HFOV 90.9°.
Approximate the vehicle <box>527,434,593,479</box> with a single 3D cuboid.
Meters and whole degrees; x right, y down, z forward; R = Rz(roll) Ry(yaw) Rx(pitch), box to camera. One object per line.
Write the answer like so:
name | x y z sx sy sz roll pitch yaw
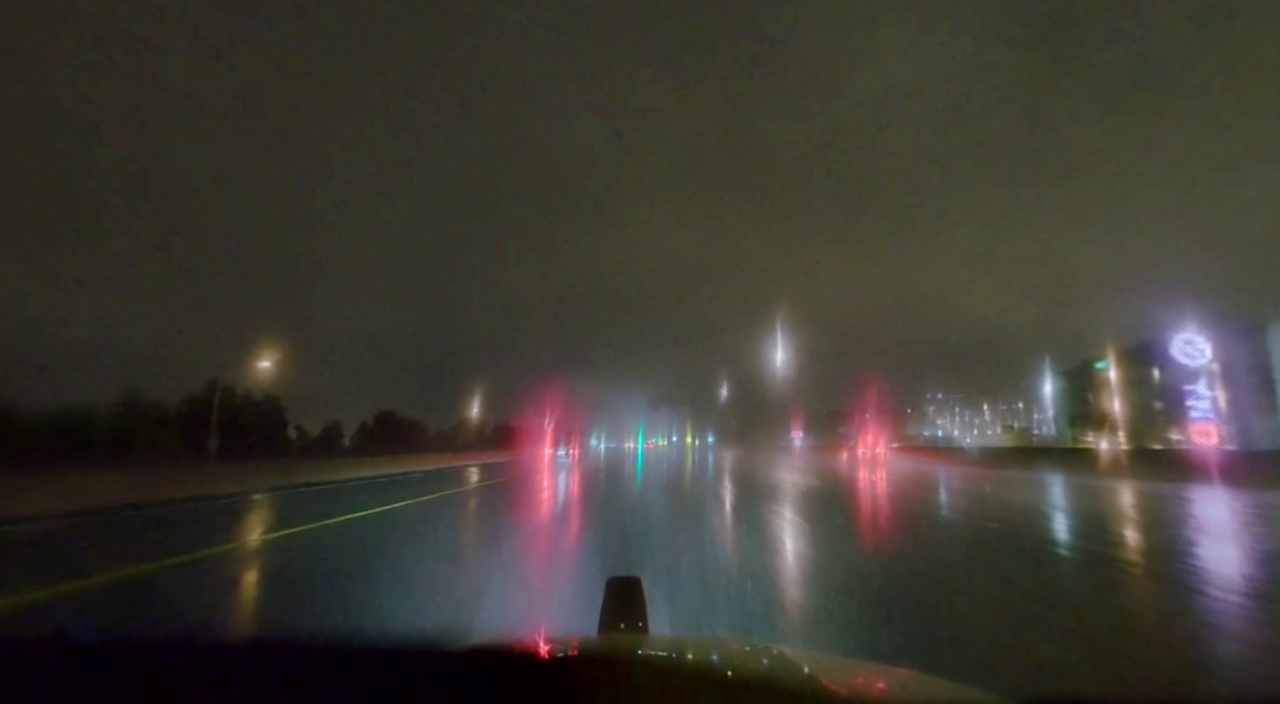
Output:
vehicle | -3.189 4.274 26.054 2.072 1.706 4.359 0 -8 1
